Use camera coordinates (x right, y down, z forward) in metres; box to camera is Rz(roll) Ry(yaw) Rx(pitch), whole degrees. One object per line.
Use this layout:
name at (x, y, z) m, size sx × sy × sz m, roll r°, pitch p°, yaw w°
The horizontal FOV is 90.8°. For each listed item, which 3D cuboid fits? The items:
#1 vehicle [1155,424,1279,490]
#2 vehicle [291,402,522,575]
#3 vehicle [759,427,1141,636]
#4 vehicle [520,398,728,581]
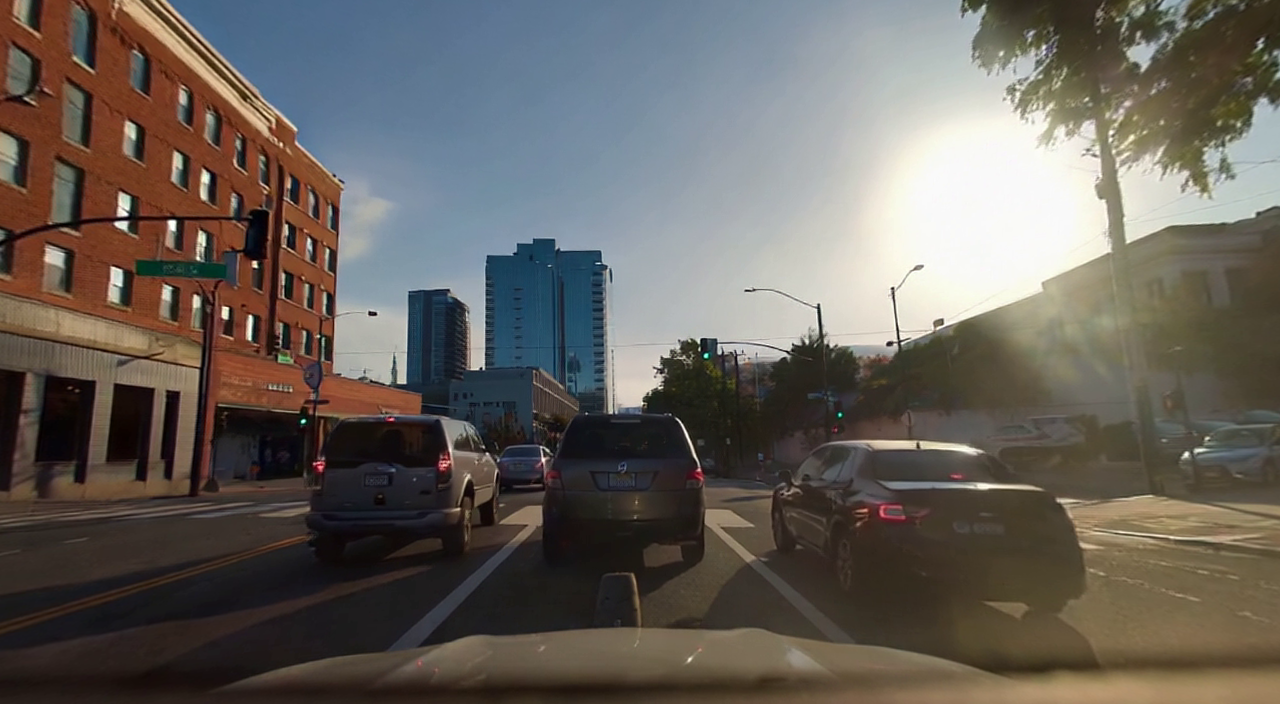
vehicle at (17.514, 2.965, 17.747) m, size 4.547 × 1.720 × 1.624 m, roll 0°, pitch -12°, yaw -2°
vehicle at (-2.885, 1.766, 8.928) m, size 1.855 × 1.812 × 4.244 m, roll 0°, pitch -9°, yaw -4°
vehicle at (2.601, 1.585, 6.619) m, size 1.852 × 1.462 × 4.155 m, roll 0°, pitch -8°, yaw 0°
vehicle at (-0.168, 1.736, 8.765) m, size 2.105 × 1.842 × 4.537 m, roll 0°, pitch -8°, yaw 0°
